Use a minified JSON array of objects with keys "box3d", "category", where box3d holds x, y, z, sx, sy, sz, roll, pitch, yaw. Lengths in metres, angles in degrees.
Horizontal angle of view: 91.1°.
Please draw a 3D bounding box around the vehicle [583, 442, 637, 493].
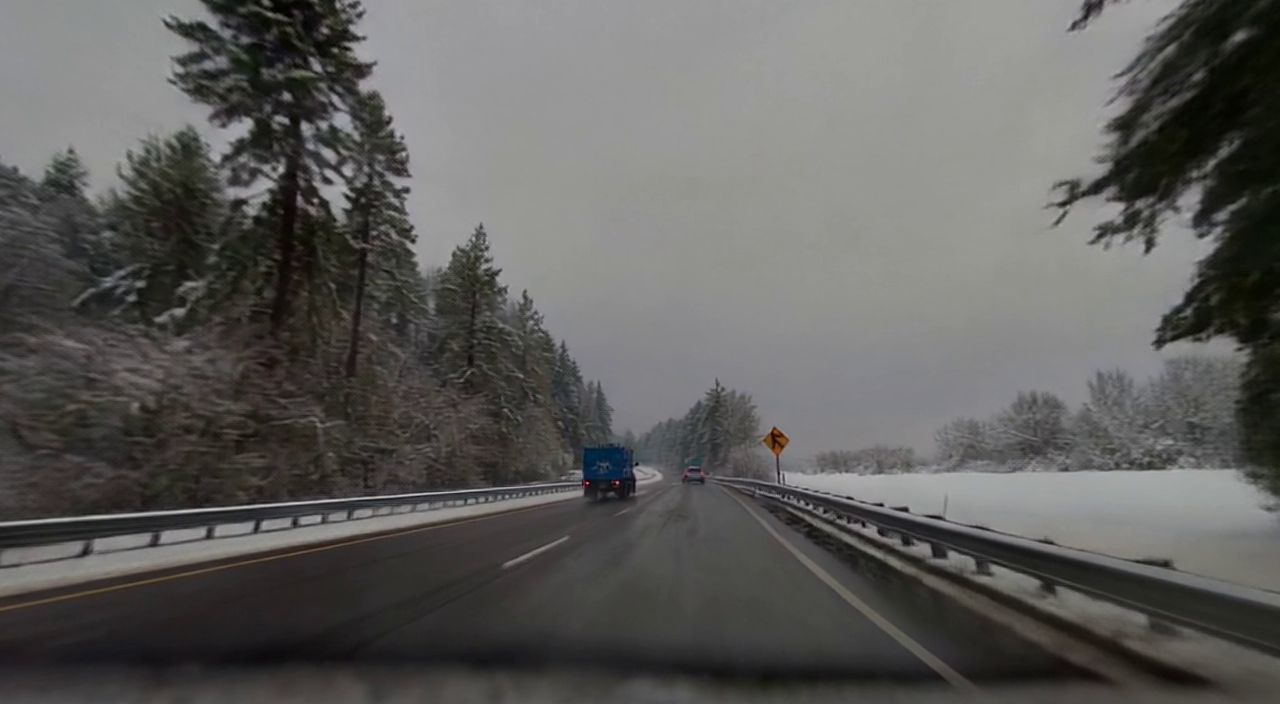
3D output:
[{"box3d":[-1.947,8.126,44.160,2.841,3.244,7.689,0,-11,4],"category":"vehicle"}]
